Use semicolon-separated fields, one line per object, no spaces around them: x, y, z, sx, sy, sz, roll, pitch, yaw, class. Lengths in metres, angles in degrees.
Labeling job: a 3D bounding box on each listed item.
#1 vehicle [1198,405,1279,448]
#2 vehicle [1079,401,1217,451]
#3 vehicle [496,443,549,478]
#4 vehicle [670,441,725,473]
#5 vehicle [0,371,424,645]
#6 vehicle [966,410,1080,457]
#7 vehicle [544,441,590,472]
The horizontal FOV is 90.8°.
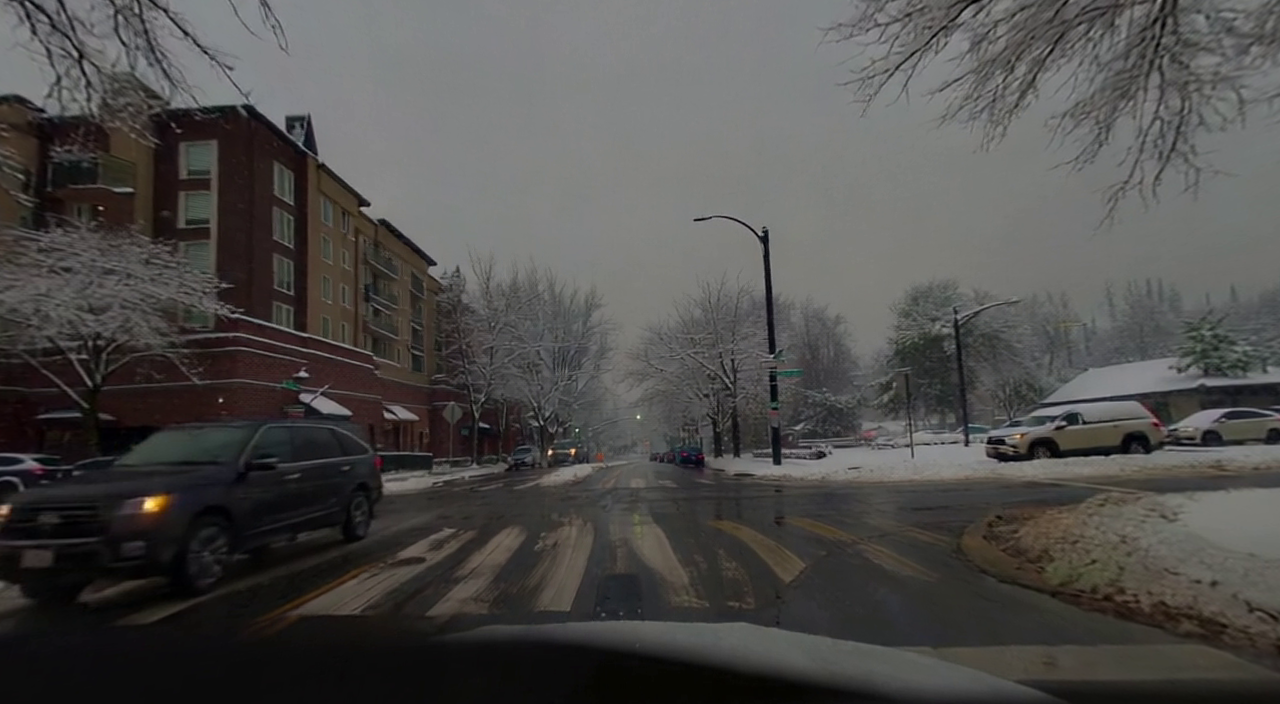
27.844;3.323;27.892;1.894;1.757;4.692;0;-9;-3;vehicle
22.332;3.400;28.128;2.137;1.962;4.988;-1;-9;3;vehicle
-7.572;7.030;41.277;2.193;1.814;5.061;-9;-9;0;vehicle
3.205;5.687;34.385;1.942;1.603;3.785;-4;-9;22;vehicle
-4.897;1.595;7.496;2.395;1.865;5.982;-5;-9;2;vehicle
16.770;3.663;27.981;2.041;1.921;4.574;0;-9;-2;vehicle
-4.410;6.364;38.619;2.102;1.768;4.290;-1;-8;3;vehicle
